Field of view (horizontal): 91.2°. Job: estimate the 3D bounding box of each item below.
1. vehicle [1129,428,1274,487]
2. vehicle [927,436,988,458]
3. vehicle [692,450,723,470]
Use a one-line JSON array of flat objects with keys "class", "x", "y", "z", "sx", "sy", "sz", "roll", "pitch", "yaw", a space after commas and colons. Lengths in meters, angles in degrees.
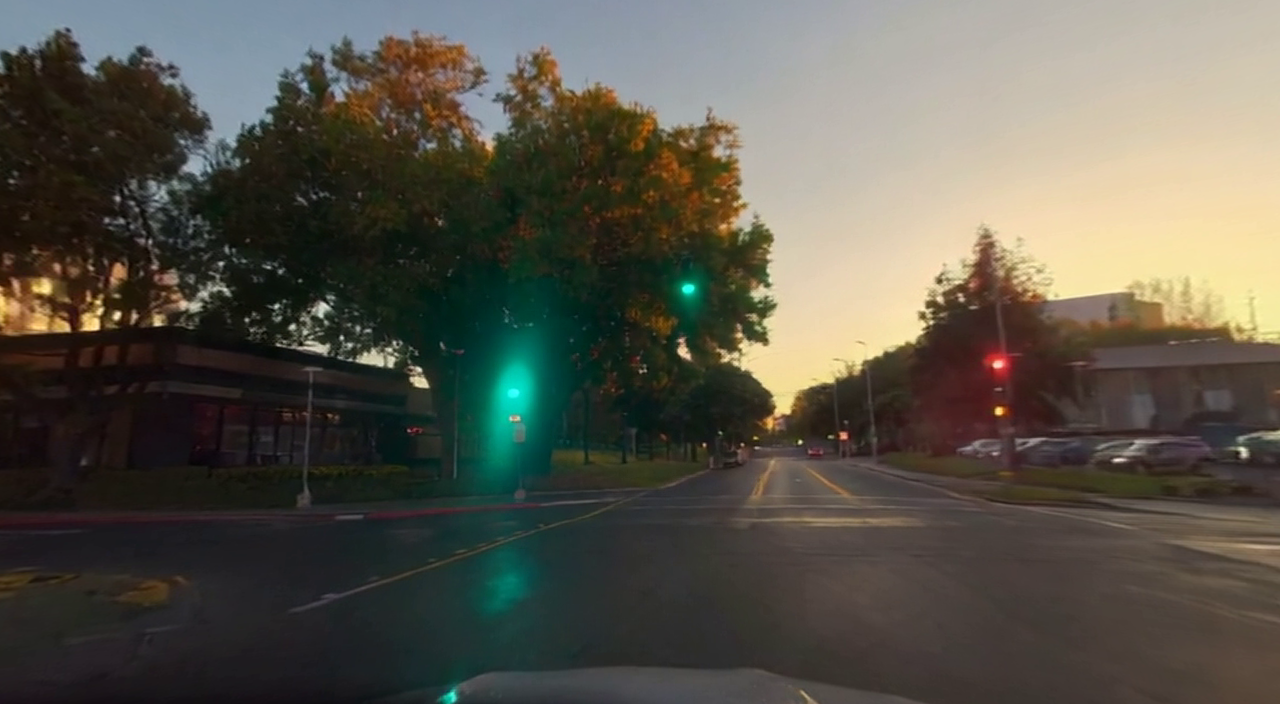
[{"class": "vehicle", "x": 16.521, "y": 3.063, "z": 18.399, "sx": 4.295, "sy": 1.508, "sz": 1.955, "roll": 5, "pitch": -11, "yaw": -33}, {"class": "vehicle", "x": 22.103, "y": 6.631, "z": 43.696, "sx": 3.426, "sy": 1.405, "sz": 1.553, "roll": -4, "pitch": -8, "yaw": 12}, {"class": "vehicle", "x": 5.383, "y": 8.512, "z": 49.530, "sx": 1.964, "sy": 1.497, "sz": 3.674, "roll": -3, "pitch": -9, "yaw": 13}]
